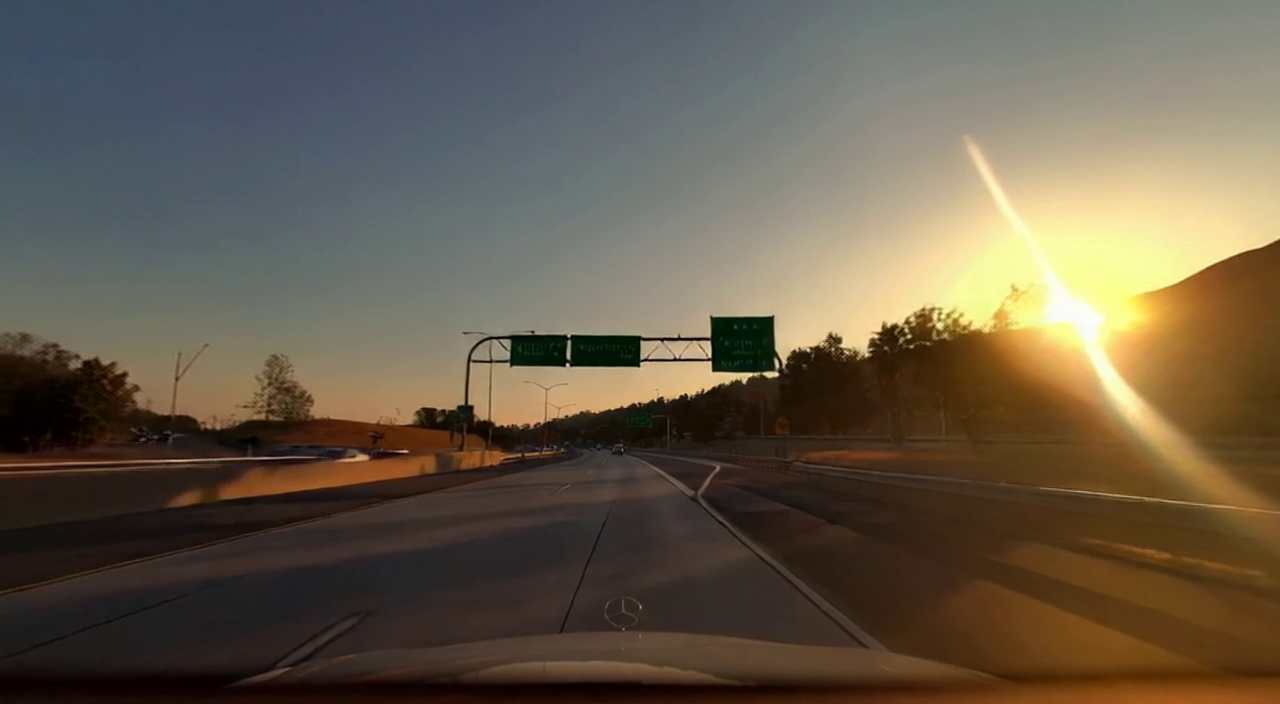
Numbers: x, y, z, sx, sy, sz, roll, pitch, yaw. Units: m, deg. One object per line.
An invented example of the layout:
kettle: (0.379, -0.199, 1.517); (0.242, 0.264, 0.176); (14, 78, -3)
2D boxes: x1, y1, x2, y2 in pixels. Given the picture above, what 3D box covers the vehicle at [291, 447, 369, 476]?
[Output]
vehicle: (-16.975, 5.998, 34.586); (1.878, 1.490, 4.785); (0, -9, -1)
